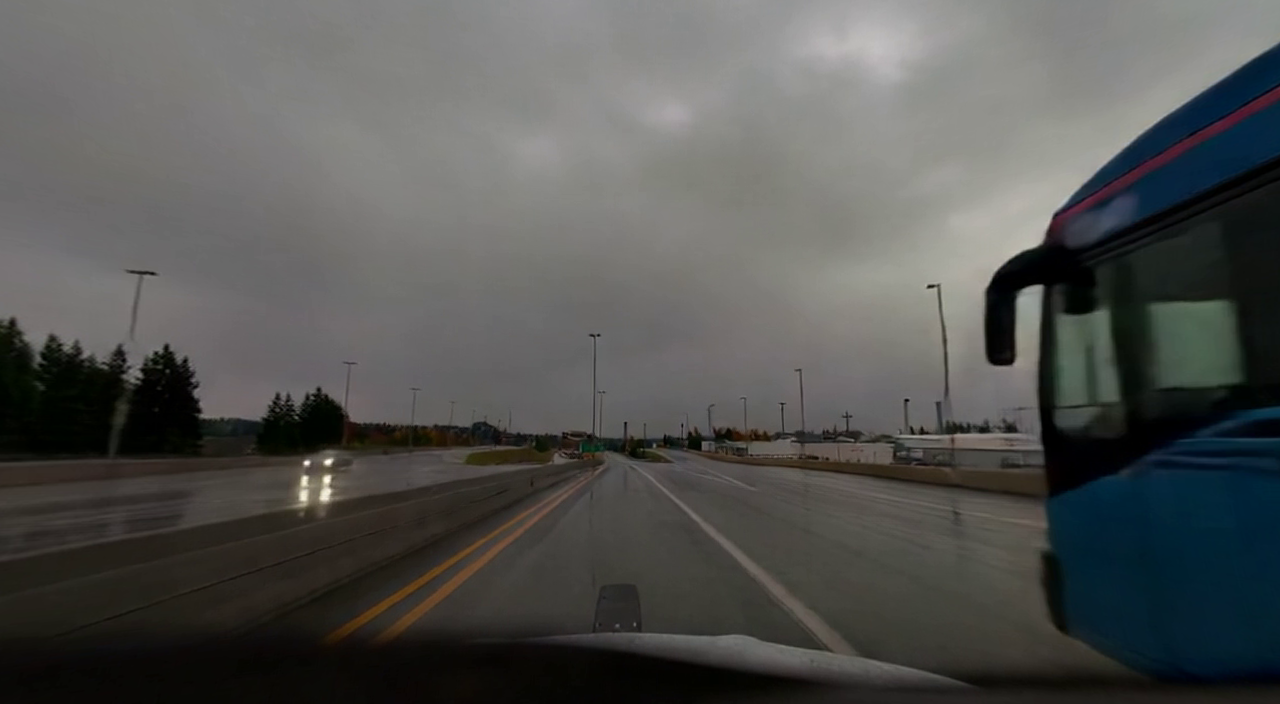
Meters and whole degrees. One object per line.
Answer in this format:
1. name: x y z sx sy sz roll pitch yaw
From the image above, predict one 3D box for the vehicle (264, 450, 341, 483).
1. vehicle: -16.149 5.473 30.218 1.817 1.474 3.810 0 -9 -5
